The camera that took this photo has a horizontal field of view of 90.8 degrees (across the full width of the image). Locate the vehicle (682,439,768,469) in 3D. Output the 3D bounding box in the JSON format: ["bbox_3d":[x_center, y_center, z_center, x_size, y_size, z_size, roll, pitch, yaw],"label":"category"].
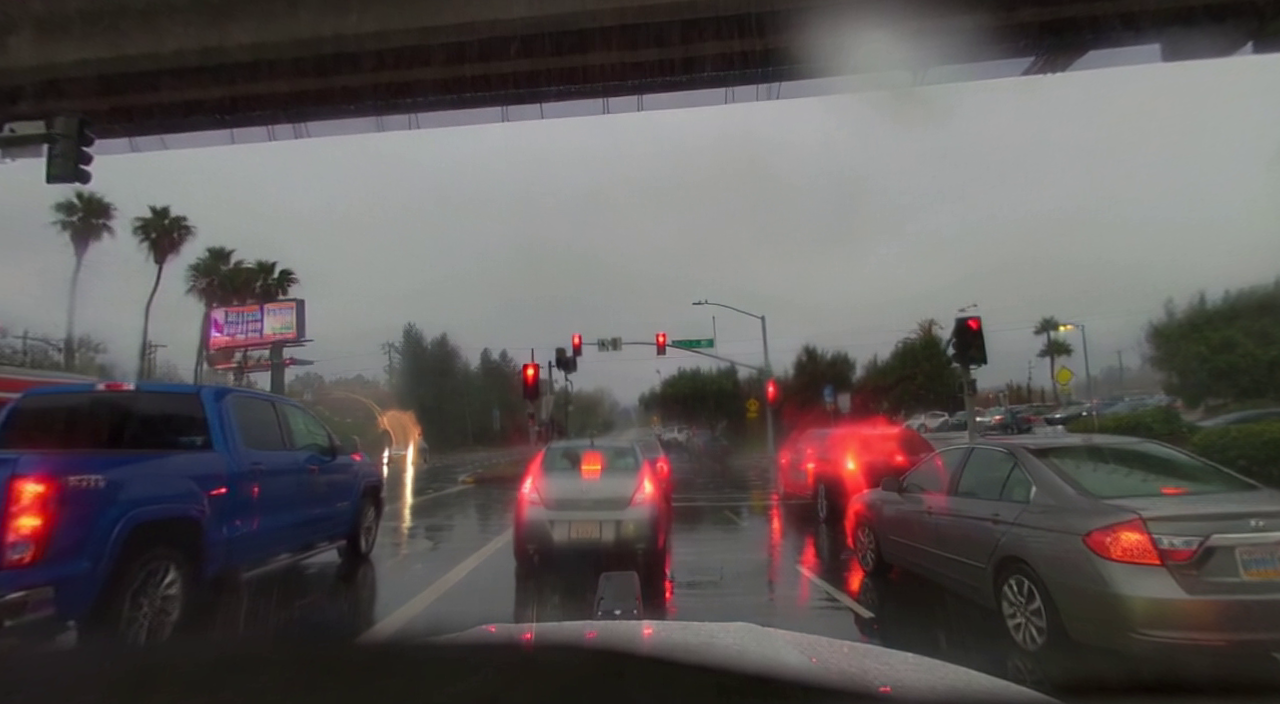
[{"bbox_3d":[4.186,5.139,31.981,1.878,1.428,4.416,5,-10,-32],"label":"vehicle"}]

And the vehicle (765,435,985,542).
[{"bbox_3d":[3.693,2.219,11.000,1.965,1.448,4.486,0,-9,-2],"label":"vehicle"}]

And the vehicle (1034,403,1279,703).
[{"bbox_3d":[3.883,0.892,2.202,2.052,1.496,4.541,0,-9,0],"label":"vehicle"}]

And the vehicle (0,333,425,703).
[{"bbox_3d":[-3.862,1.220,5.655,2.078,1.838,5.448,0,-9,-2],"label":"vehicle"}]

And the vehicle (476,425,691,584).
[{"bbox_3d":[-0.643,1.759,8.132,2.035,1.491,4.090,0,-9,-3],"label":"vehicle"}]
